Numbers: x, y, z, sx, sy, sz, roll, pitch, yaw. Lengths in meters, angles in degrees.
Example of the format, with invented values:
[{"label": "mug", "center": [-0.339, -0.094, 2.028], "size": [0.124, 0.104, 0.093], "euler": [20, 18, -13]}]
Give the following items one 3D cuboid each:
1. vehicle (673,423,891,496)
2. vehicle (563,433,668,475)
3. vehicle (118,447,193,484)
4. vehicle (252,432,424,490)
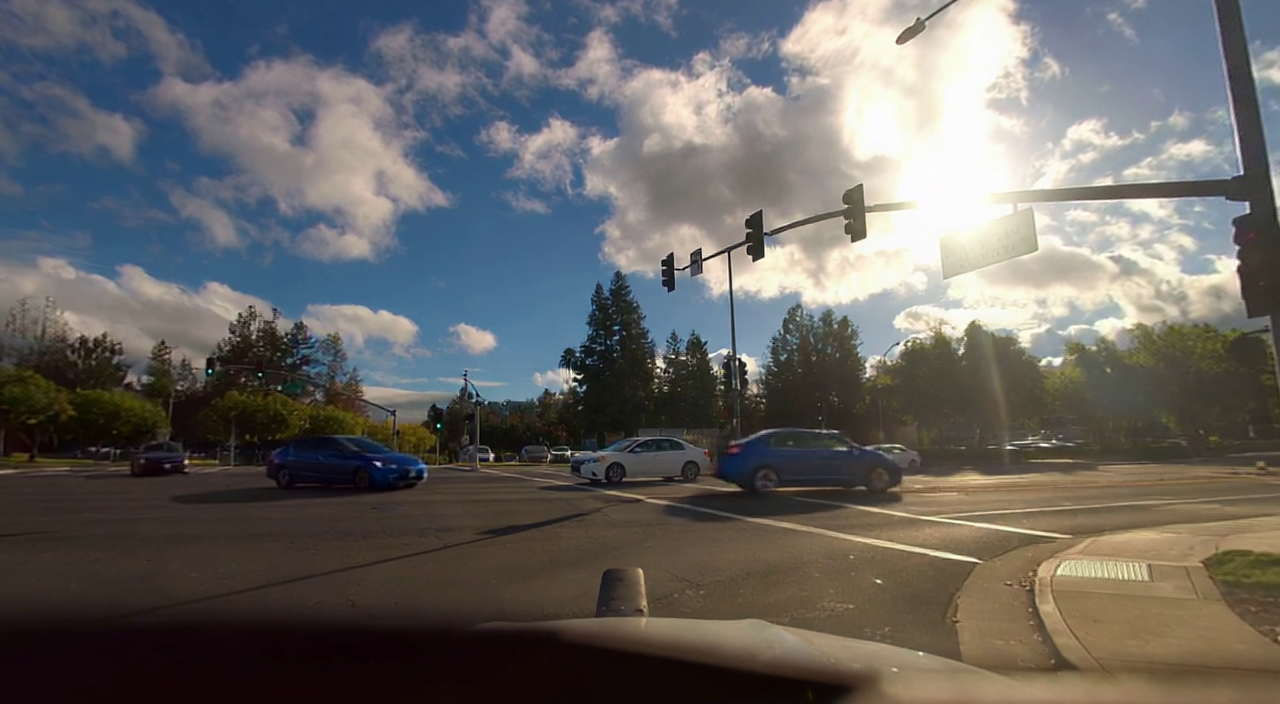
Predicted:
[{"label": "vehicle", "center": [3.844, 2.952, 17.587], "size": [5.332, 1.807, 2.450], "euler": [2, -9, -13]}, {"label": "vehicle", "center": [-1.081, 4.585, 28.519], "size": [4.360, 1.749, 1.895], "euler": [4, -10, -29]}, {"label": "vehicle", "center": [-21.604, 4.962, 28.007], "size": [1.953, 1.462, 4.589], "euler": [8, -12, -44]}, {"label": "vehicle", "center": [-8.828, 3.131, 18.369], "size": [4.826, 1.484, 2.000], "euler": [-5, -10, 28]}]
